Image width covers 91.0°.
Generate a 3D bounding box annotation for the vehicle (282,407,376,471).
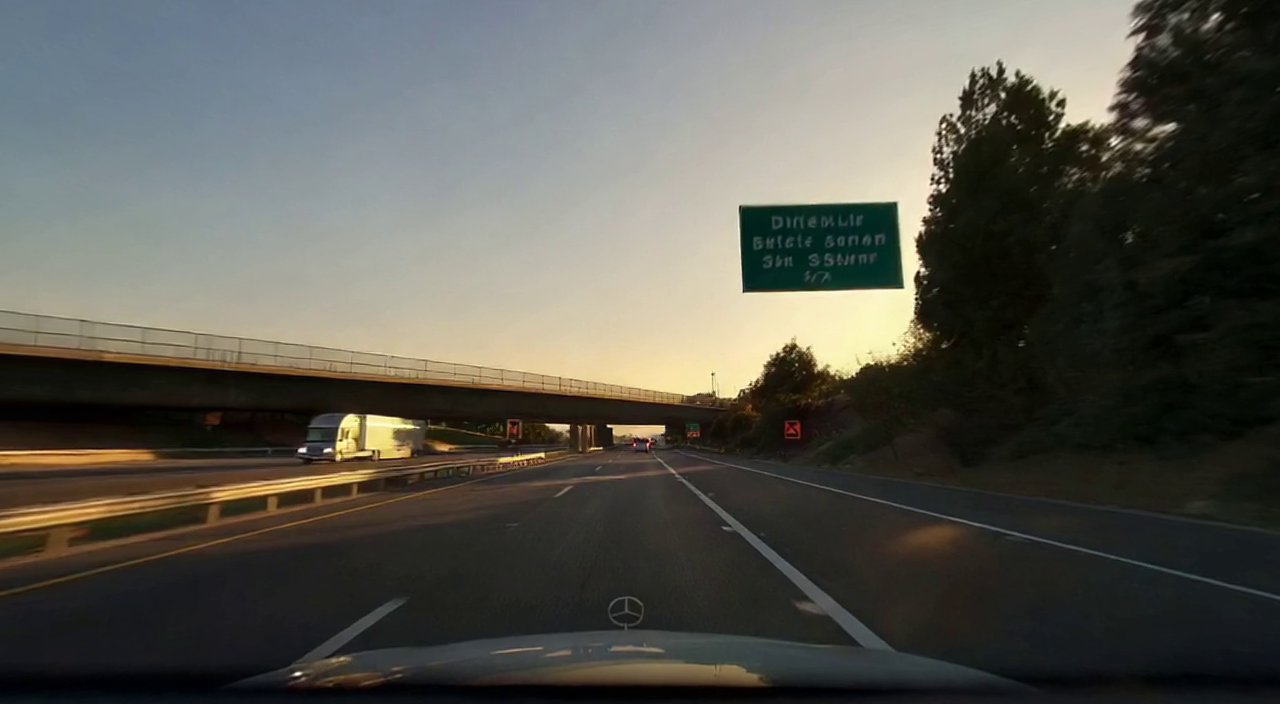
[{"bbox_3d":[-20.838,5.906,42.696,2.978,3.938,6.366,0,-8,1],"label":"vehicle"}]
